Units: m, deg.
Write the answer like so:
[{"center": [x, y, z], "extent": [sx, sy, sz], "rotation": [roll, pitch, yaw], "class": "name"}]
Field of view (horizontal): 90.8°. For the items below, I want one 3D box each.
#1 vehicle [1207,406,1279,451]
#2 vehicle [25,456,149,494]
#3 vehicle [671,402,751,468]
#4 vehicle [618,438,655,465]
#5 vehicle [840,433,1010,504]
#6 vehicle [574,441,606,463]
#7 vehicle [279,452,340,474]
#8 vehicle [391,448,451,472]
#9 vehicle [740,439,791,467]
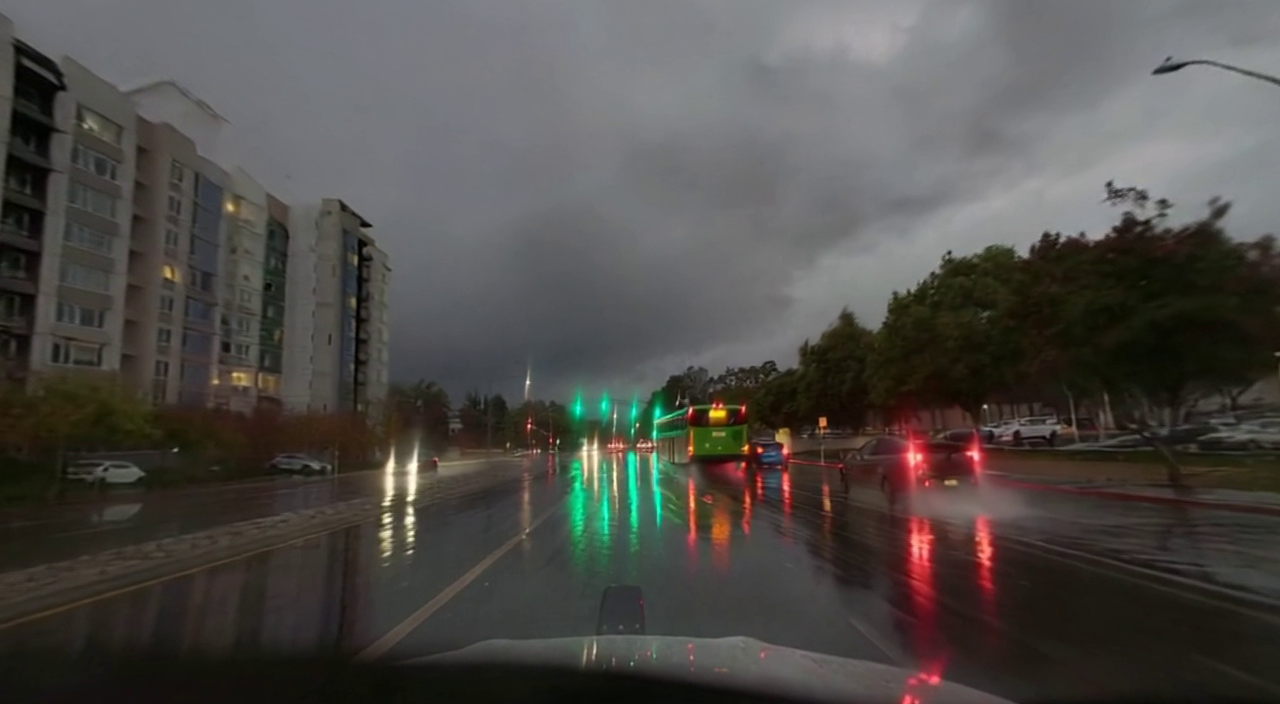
[{"center": [42.801, 5.360, 43.782], "extent": [2.477, 2.965, 4.646], "rotation": [0, -9, 1], "class": "vehicle"}, {"center": [-29.177, 6.486, 33.601], "extent": [2.039, 1.777, 5.029], "rotation": [0, -9, -1], "class": "vehicle"}, {"center": [3.796, 4.854, 36.328], "extent": [2.760, 3.325, 9.045], "rotation": [1, -9, -5], "class": "vehicle"}, {"center": [-0.221, 6.043, 38.400], "extent": [2.145, 1.572, 4.021], "rotation": [0, -9, -1], "class": "vehicle"}, {"center": [6.638, 2.767, 15.388], "extent": [1.992, 1.447, 4.414], "rotation": [0, -9, -1], "class": "vehicle"}, {"center": [-3.456, 7.011, 44.371], "extent": [1.990, 1.480, 3.941], "rotation": [0, -9, 0], "class": "vehicle"}, {"center": [-23.719, 7.981, 45.506], "extent": [1.878, 1.480, 4.586], "rotation": [0, -9, 1], "class": "vehicle"}, {"center": [-14.542, 7.156, 42.200], "extent": [2.046, 1.494, 4.902], "rotation": [0, -9, 3], "class": "vehicle"}, {"center": [7.072, 5.746, 36.130], "extent": [1.886, 1.474, 4.495], "rotation": [0, -9, -1], "class": "vehicle"}]
